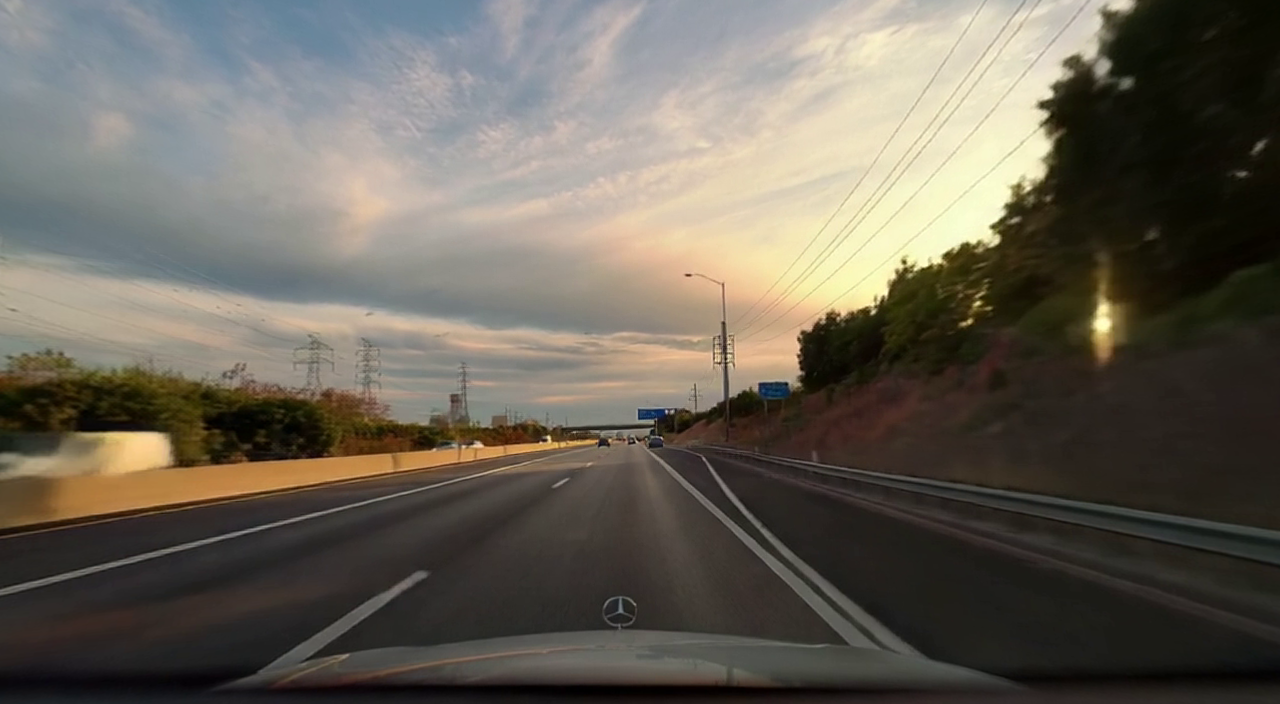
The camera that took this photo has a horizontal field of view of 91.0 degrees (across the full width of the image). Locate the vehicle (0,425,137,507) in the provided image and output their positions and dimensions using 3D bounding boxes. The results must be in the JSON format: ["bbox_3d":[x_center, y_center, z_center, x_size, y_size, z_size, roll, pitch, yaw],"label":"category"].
[{"bbox_3d":[-14.875,2.679,15.114,1.828,1.770,4.609,0,-8,-1],"label":"vehicle"}]
